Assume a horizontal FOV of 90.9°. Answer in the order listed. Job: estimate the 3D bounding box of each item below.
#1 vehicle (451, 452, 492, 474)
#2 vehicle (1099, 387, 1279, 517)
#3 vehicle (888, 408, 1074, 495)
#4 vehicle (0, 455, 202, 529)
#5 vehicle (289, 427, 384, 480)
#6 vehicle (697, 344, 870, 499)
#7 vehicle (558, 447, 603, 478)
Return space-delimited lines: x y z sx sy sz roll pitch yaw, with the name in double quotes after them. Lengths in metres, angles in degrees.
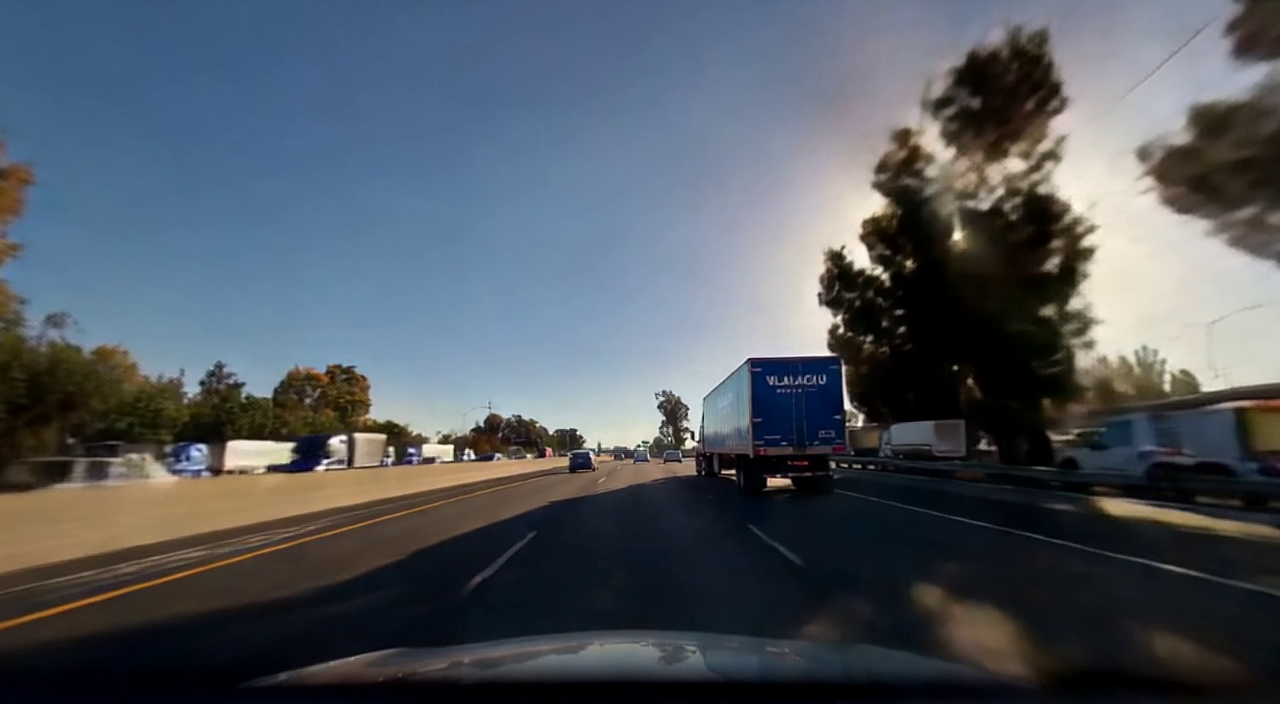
-12.216 8.068 45.957 1.793 1.455 4.263 0 -8 0 "vehicle"
17.731 2.716 17.160 2.809 3.269 10.050 0 -9 0 "vehicle"
18.643 5.729 36.430 2.828 3.967 14.191 1 -9 0 "vehicle"
-12.314 3.091 14.453 1.741 1.414 3.887 0 -9 -1 "vehicle"
-20.028 6.761 42.214 2.593 3.234 7.371 0 -9 0 "vehicle"
4.397 2.902 23.729 2.847 4.075 14.244 0 -9 -1 "vehicle"
-3.265 6.149 35.401 2.107 1.626 4.804 0 -9 -1 "vehicle"
